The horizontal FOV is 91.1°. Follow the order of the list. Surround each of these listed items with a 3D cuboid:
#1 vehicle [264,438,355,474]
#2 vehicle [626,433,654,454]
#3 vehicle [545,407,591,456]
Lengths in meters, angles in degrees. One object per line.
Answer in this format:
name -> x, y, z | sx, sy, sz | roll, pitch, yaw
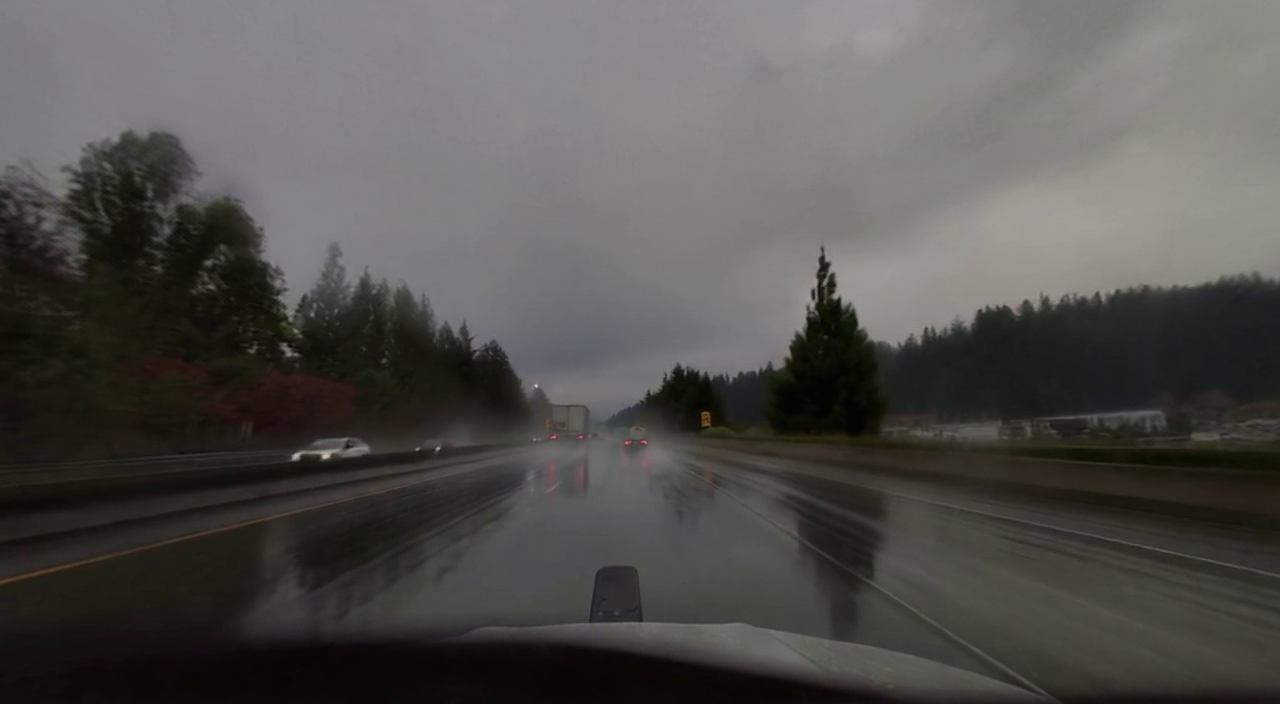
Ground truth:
vehicle -> -14.565, 4.570, 27.947 | 1.970, 1.455, 3.822 | 0, -8, -1
vehicle -> -0.042, 6.667, 45.825 | 1.988, 1.472, 3.716 | 0, -8, -1
vehicle -> -4.831, 5.545, 43.457 | 2.450, 3.098, 6.965 | 0, -8, -1
